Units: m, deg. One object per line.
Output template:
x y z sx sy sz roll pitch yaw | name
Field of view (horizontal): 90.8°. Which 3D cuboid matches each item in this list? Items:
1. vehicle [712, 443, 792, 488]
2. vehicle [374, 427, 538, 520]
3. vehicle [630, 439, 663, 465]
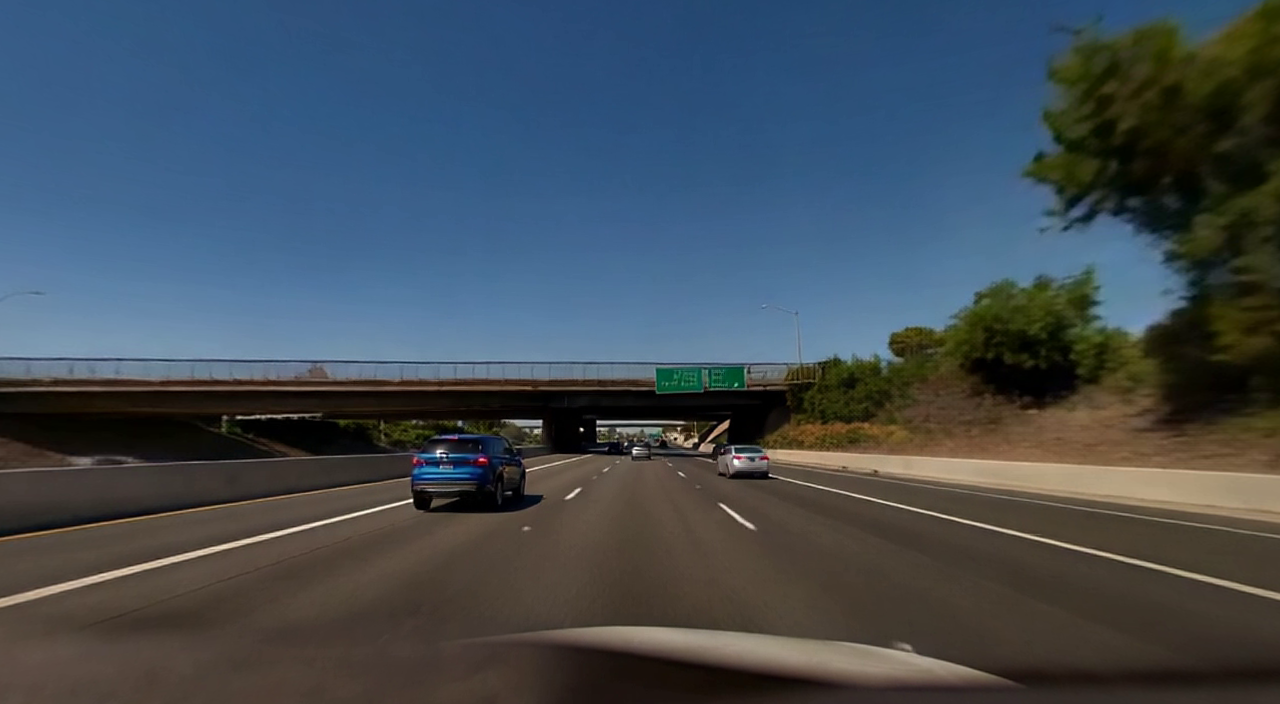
3.915 4.025 22.890 2.083 1.453 4.307 0 -8 -1 | vehicle
-3.618 2.469 13.354 2.193 1.641 4.077 0 -8 0 | vehicle
0.487 7.722 48.955 2.428 1.841 4.402 0 -8 1 | vehicle
